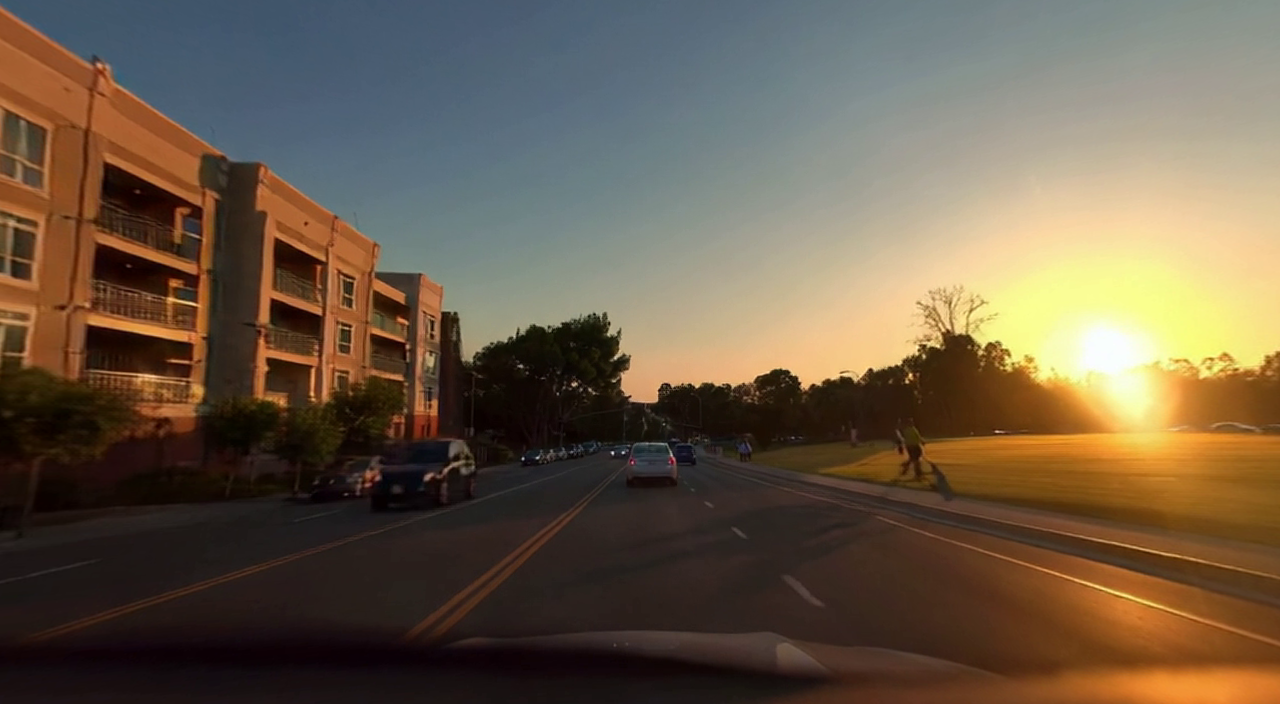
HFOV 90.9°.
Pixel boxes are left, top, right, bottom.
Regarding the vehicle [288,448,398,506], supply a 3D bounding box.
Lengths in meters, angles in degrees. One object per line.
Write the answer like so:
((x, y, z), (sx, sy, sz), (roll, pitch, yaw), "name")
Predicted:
((-10.213, 4.254, 22.015), (1.932, 1.607, 4.191), (-5, -8, -2), "vehicle")

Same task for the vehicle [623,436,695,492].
((0.577, 3.606, 20.558), (2.132, 1.632, 3.838), (0, -9, 0), "vehicle")

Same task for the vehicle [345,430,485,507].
((-6.048, 3.183, 17.685), (2.065, 1.838, 4.846), (0, -9, 1), "vehicle")
